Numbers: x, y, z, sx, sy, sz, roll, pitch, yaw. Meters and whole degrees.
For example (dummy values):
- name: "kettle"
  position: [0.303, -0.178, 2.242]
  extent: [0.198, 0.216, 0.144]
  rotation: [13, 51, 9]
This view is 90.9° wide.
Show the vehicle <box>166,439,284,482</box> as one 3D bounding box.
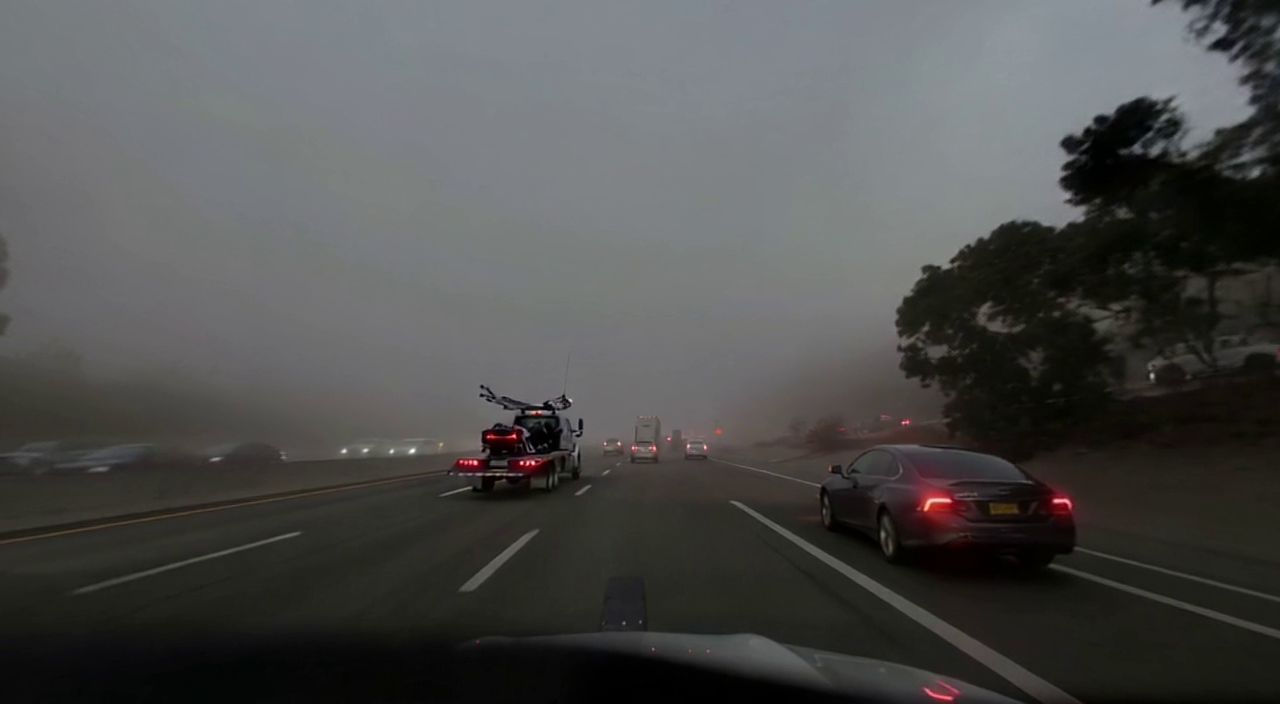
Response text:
- name: "vehicle"
  position: [-16.524, 4.314, 25.403]
  extent: [1.865, 1.580, 4.072]
  rotation: [0, -8, 2]

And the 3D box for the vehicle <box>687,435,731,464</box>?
- name: "vehicle"
  position: [4.149, 5.938, 38.609]
  extent: [2.075, 1.614, 4.682]
  rotation: [0, -8, -1]

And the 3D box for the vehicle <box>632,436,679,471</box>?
- name: "vehicle"
  position: [0.700, 4.756, 29.790]
  extent: [2.079, 1.499, 3.915]
  rotation: [0, -8, 1]

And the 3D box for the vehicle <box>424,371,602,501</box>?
- name: "vehicle"
  position: [-3.178, 2.645, 19.497]
  extent: [3.162, 2.955, 10.282]
  rotation: [0, -8, 1]

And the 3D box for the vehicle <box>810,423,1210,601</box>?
- name: "vehicle"
  position: [3.717, 1.660, 7.513]
  extent: [2.040, 1.481, 4.260]
  rotation: [0, -8, -2]

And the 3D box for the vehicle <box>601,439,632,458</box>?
- name: "vehicle"
  position: [-1.795, 7.442, 48.727]
  extent: [2.016, 1.450, 4.310]
  rotation: [-1, -8, 3]

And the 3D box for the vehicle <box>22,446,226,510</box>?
- name: "vehicle"
  position: [-12.845, 3.103, 16.076]
  extent: [1.877, 1.403, 3.836]
  rotation: [0, -8, 1]

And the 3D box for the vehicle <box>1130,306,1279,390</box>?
- name: "vehicle"
  position: [16.014, 0.019, 16.943]
  extent: [1.979, 1.616, 4.268]
  rotation: [0, -9, -5]

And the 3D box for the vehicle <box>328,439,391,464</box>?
- name: "vehicle"
  position: [-18.959, 6.729, 42.810]
  extent: [2.043, 1.619, 4.442]
  rotation: [-1, -8, 3]

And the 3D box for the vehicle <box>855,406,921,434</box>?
- name: "vehicle"
  position: [14.441, 4.014, 36.982]
  extent: [1.930, 1.454, 4.126]
  rotation: [0, -8, -4]

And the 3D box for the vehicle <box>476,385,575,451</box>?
- name: "vehicle"
  position: [-3.156, 2.021, 18.403]
  extent: [1.893, 1.674, 4.766]
  rotation: [0, -8, 1]
